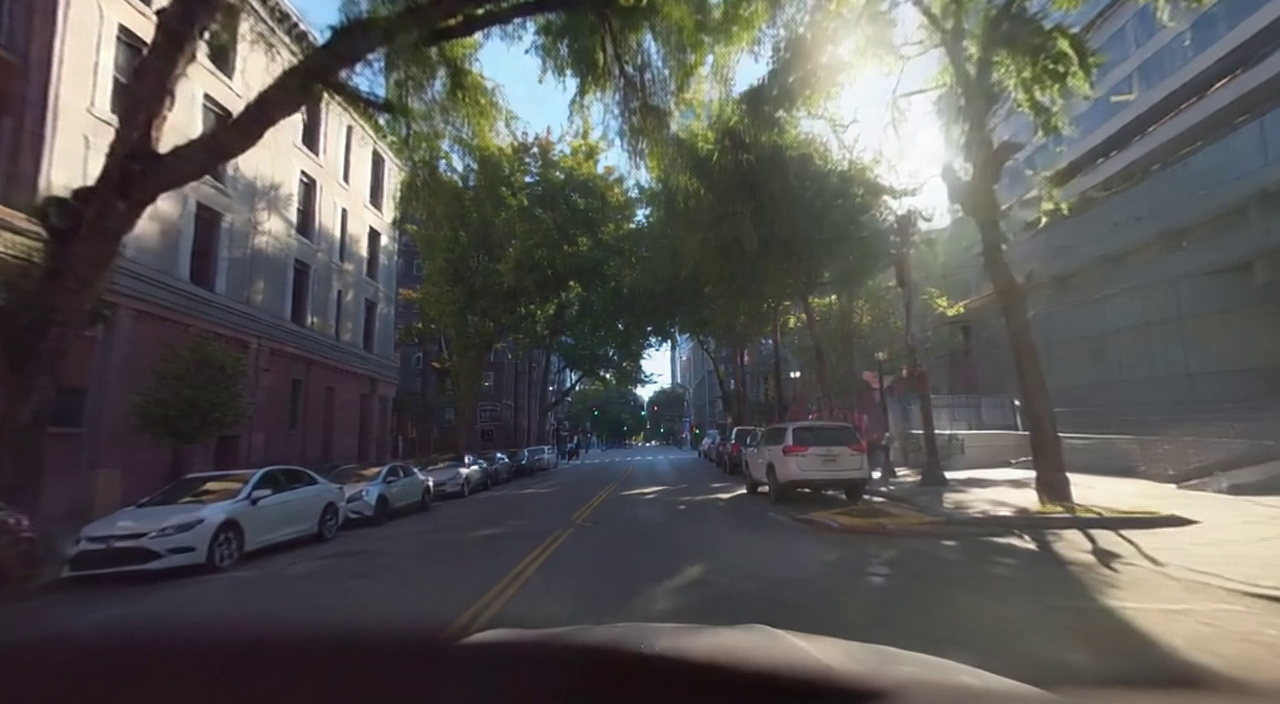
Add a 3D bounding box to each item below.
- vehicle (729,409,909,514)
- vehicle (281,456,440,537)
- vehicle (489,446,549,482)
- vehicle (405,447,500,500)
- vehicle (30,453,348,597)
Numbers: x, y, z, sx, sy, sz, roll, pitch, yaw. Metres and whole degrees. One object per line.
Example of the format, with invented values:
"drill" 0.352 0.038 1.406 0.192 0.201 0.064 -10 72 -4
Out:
"vehicle" 4.132 2.690 16.072 2.568 2.001 5.999 -4 -8 -2
"vehicle" -6.726 3.461 15.867 1.889 1.451 5.013 -4 -8 -2
"vehicle" -6.209 5.748 32.846 2.270 1.539 4.855 -4 -8 -2
"vehicle" -6.509 4.209 22.406 2.110 1.498 4.555 -4 -8 -2
"vehicle" -6.831 2.576 10.417 1.944 1.574 4.717 -4 -8 -2
